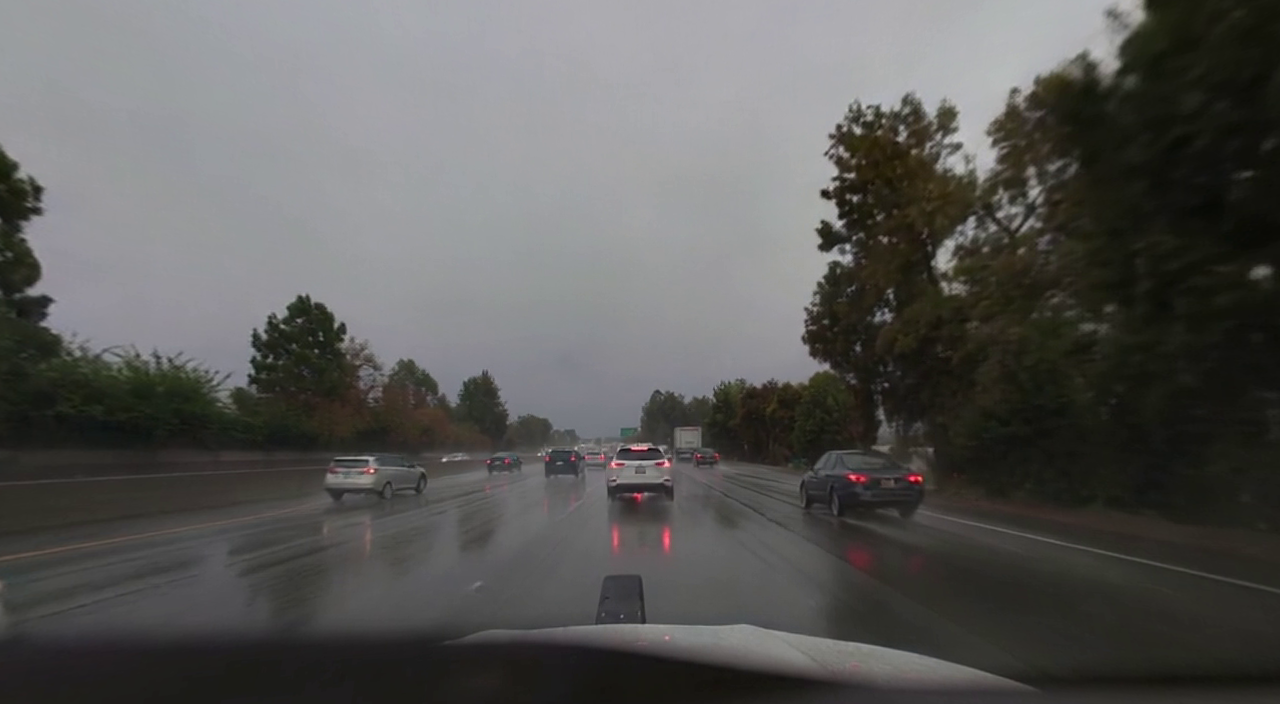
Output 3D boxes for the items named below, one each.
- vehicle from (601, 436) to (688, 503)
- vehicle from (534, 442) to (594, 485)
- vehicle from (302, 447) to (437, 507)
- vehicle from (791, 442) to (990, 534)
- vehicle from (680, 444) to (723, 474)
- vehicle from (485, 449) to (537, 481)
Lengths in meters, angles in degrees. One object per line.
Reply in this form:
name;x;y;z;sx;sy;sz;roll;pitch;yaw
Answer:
vehicle;0.151;3.350;18.395;2.223;1.722;4.177;0;-9;1
vehicle;-3.365;5.026;28.776;2.142;1.808;4.266;0;-9;1
vehicle;-7.698;3.561;18.479;1.927;1.514;4.474;0;-9;1
vehicle;4.625;2.554;12.575;2.006;1.474;4.669;0;-9;0
vehicle;3.965;6.980;41.336;2.175;1.830;5.173;0;-9;-1
vehicle;-7.063;6.196;34.785;1.931;1.617;4.060;0;-9;1
